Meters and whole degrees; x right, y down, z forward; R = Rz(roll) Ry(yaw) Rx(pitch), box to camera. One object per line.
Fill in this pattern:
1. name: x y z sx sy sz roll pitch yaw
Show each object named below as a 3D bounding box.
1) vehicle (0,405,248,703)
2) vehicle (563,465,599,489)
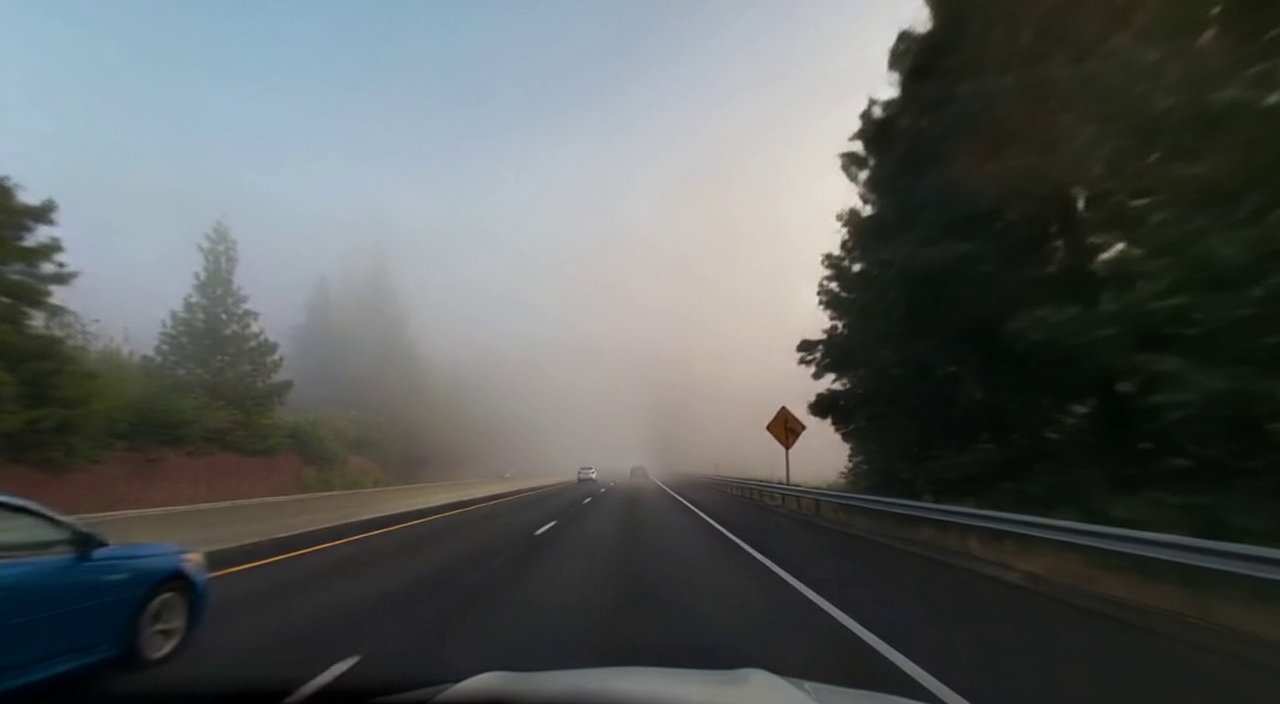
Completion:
1. vehicle: -3.695 0.874 2.041 2.047 1.523 4.279 1 -11 0
2. vehicle: -3.972 8.524 43.179 2.109 1.532 4.234 1 -11 -1
